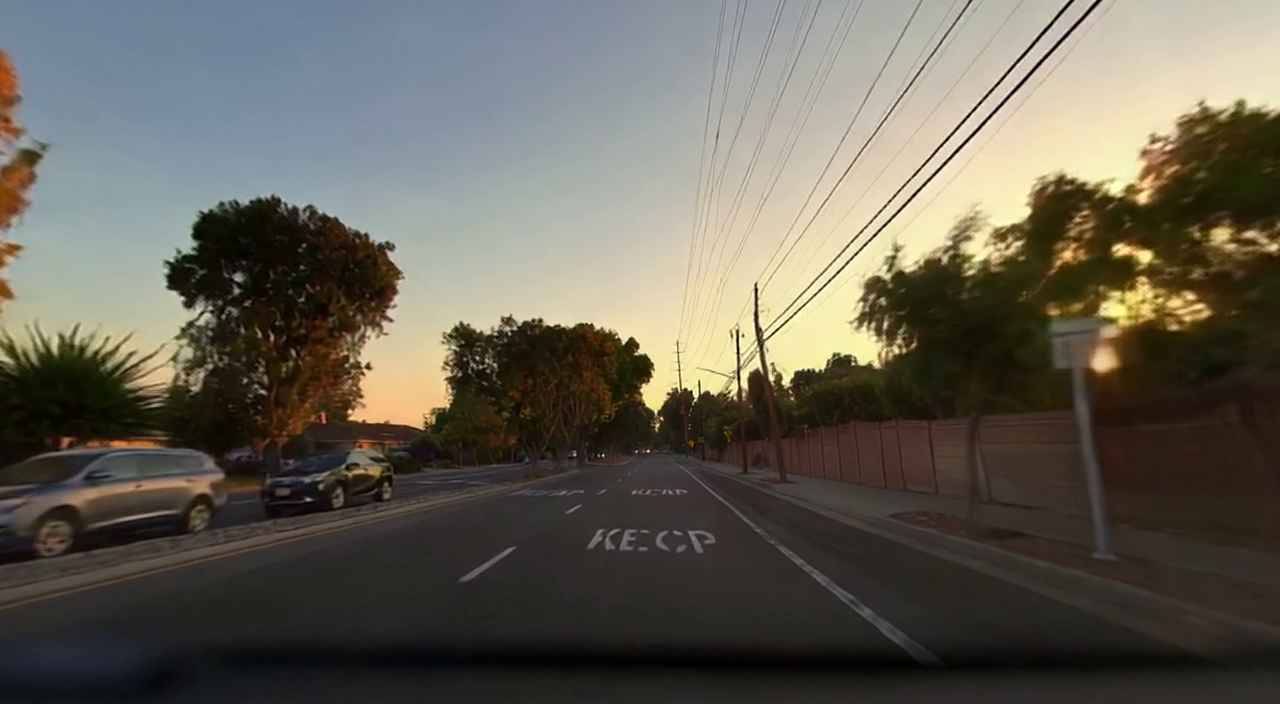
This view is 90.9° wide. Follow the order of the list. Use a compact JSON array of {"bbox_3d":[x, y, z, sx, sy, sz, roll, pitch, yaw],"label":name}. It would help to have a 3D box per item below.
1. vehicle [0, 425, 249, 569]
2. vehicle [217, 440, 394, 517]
[{"bbox_3d":[-8.823,2.175,9.988,2.075,1.733,4.947,-3,-9,0],"label":"vehicle"},{"bbox_3d":[-8.751,3.316,17.148,2.084,1.741,4.737,-2,-9,2],"label":"vehicle"}]
